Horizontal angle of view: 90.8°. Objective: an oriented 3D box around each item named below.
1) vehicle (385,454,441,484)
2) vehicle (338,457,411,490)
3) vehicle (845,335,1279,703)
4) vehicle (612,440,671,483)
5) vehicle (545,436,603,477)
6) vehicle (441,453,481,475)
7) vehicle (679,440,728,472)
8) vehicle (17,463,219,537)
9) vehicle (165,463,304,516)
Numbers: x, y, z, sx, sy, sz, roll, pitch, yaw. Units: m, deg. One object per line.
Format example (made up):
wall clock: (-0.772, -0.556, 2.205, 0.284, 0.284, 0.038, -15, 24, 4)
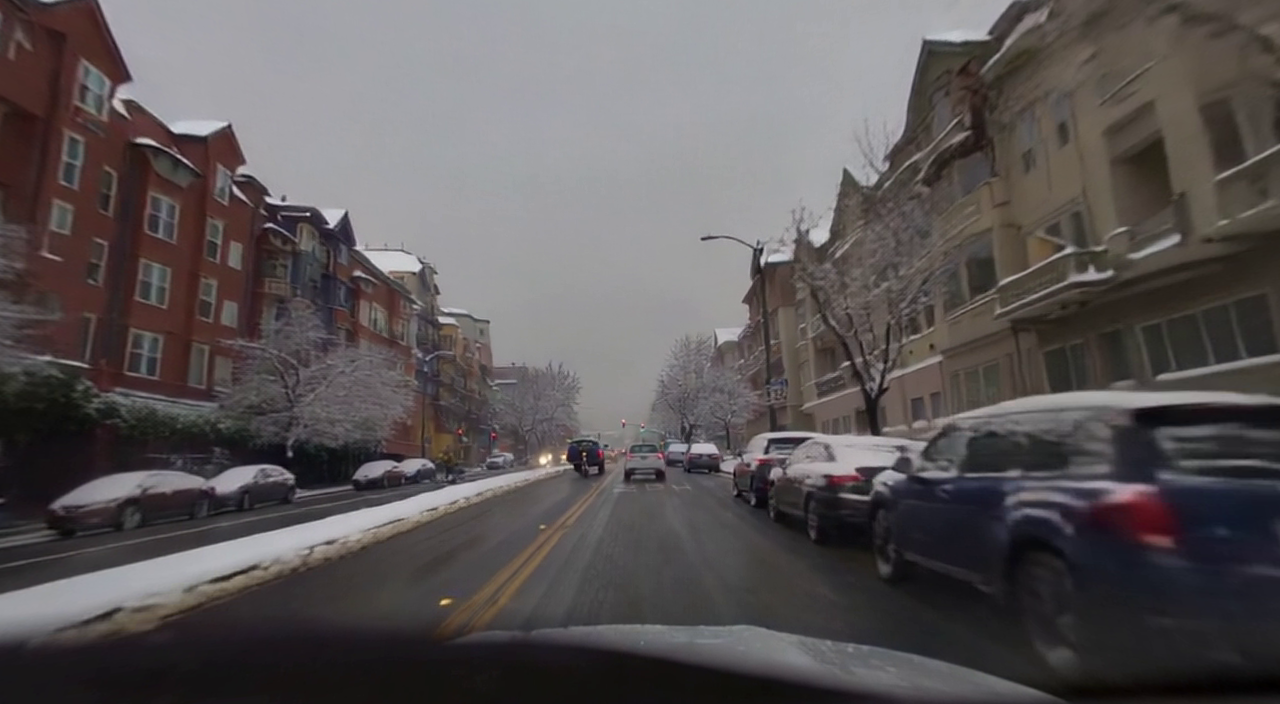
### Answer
vehicle: (-13.641, 7.030, 38.208, 1.839, 1.594, 4.055, 0, -8, 0)
vehicle: (-13.691, 6.280, 32.858, 1.907, 1.480, 4.498, 0, -8, -1)
vehicle: (3.167, 1.138, 4.507, 1.906, 1.779, 4.494, 0, -8, 0)
vehicle: (0.057, 4.070, 23.801, 2.026, 1.496, 3.701, 0, -8, 0)
vehicle: (-2.909, 4.740, 28.808, 2.065, 1.705, 4.353, 0, -8, 1)
vehicle: (-13.699, 8.578, 48.635, 1.844, 1.499, 4.421, 0, -8, 0)
vehicle: (3.222, 5.401, 32.987, 2.077, 1.532, 4.694, 0, -8, 0)
vehicle: (-13.821, 3.889, 17.159, 1.887, 1.619, 4.208, 0, -8, -1)
vehicle: (-13.673, 4.617, 21.661, 1.837, 1.470, 4.263, 0, -8, 1)
